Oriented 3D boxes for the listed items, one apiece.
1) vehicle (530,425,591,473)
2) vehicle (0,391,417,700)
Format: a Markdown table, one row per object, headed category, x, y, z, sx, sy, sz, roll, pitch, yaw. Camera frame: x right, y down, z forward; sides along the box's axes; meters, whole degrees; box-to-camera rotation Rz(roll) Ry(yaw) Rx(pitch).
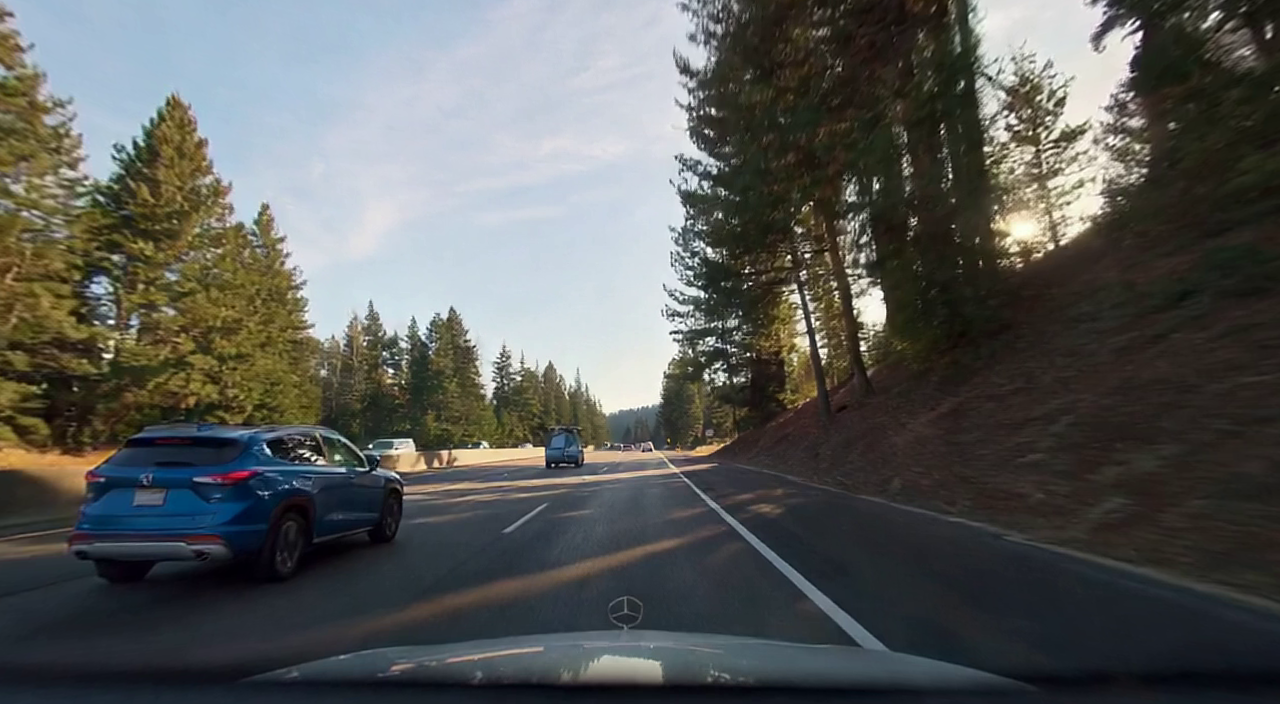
| category | x | y | z | sx | sy | sz | roll | pitch | yaw |
| --- | --- | --- | --- | --- | --- | --- | --- | --- | --- |
| vehicle | -3.724 | 4.666 | 30.395 | 2.241 | 2.095 | 4.985 | 0 | -8 | 0 |
| vehicle | -3.920 | 1.338 | 5.657 | 2.053 | 1.589 | 4.671 | 0 | -8 | 1 |
